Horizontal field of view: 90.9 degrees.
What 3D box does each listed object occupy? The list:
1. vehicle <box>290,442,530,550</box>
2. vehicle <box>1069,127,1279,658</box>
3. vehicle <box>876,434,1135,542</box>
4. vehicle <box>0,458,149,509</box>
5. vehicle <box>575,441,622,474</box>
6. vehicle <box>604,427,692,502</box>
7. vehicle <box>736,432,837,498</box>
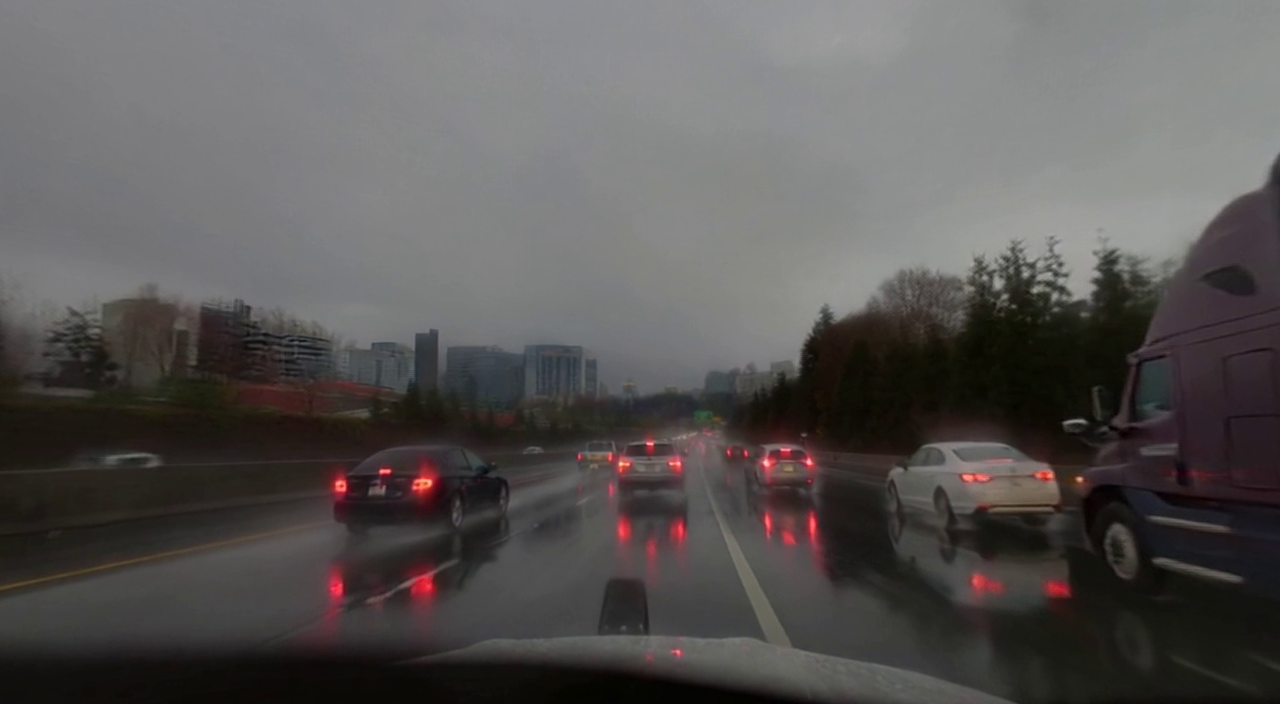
[{"bbox_3d":[-3.590,2.332,11.116,1.965,1.443,4.968,-1,-8,6],"label":"vehicle"},{"bbox_3d":[5.226,-0.175,0.995,2.987,3.212,9.311,-1,-8,4],"label":"vehicle"},{"bbox_3d":[5.923,2.222,11.029,2.053,1.473,4.383,-1,-8,3],"label":"vehicle"},{"bbox_3d":[-20.729,4.737,23.174,1.875,1.607,4.024,-1,-8,5],"label":"vehicle"},{"bbox_3d":[-2.206,5.807,34.993,1.951,1.694,4.188,-1,-8,5],"label":"vehicle"},{"bbox_3d":[0.364,3.114,17.828,2.153,1.805,4.631,-1,-8,4],"label":"vehicle"},{"bbox_3d":[4.188,3.316,18.872,2.156,1.701,4.494,-1,-8,3],"label":"vehicle"}]
